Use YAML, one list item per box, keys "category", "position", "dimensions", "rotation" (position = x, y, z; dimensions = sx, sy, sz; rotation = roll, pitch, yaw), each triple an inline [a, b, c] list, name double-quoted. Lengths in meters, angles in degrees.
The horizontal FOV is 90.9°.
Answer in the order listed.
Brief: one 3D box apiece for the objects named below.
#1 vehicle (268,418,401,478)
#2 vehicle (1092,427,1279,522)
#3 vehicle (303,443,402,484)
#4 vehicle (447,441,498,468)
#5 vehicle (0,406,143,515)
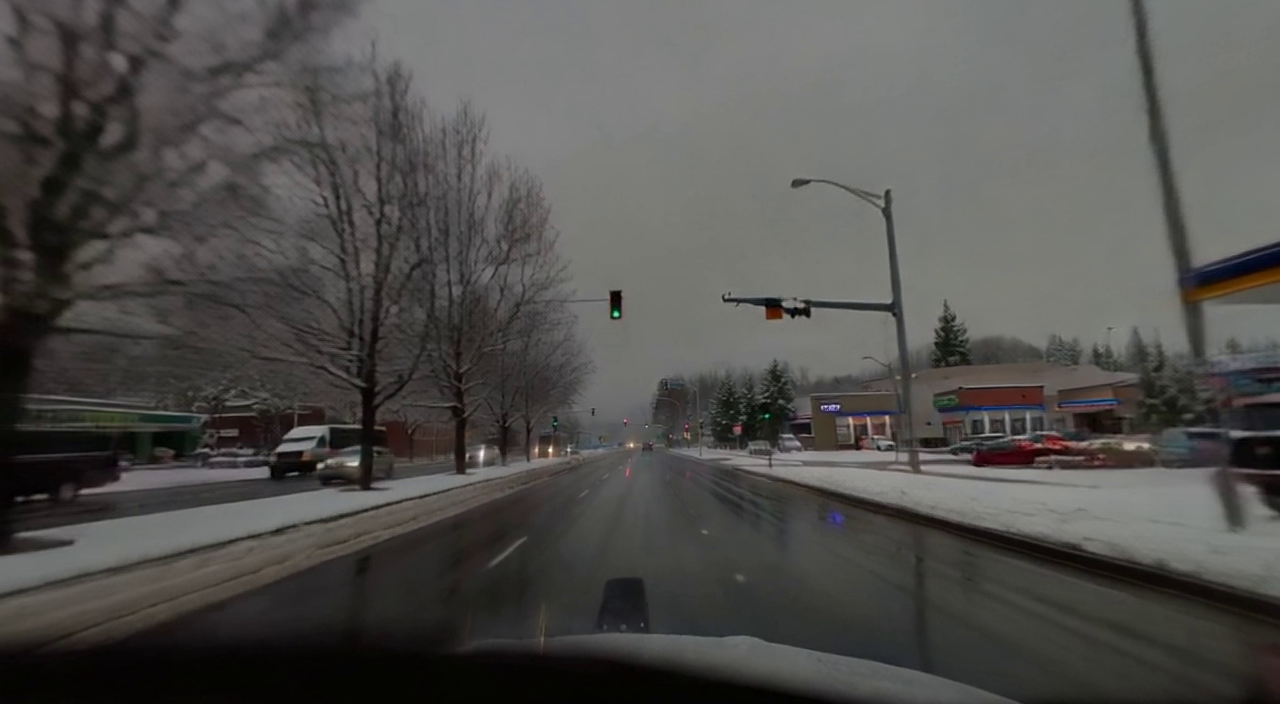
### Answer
- category: "vehicle"
  position: [-18.849, 6.093, 40.024]
  dimensions: [2.958, 3.304, 10.523]
  rotation: [0, -9, 1]
- category: "vehicle"
  position: [11.345, 2.190, 11.748]
  dimensions: [4.274, 1.487, 1.918]
  rotation: [-2, -8, 1]
- category: "vehicle"
  position: [-11.416, 4.453, 25.433]
  dimensions: [1.860, 1.495, 4.409]
  rotation: [0, -9, 1]
- category: "vehicle"
  position: [-11.033, 6.767, 41.874]
  dimensions: [2.078, 1.656, 4.624]
  rotation: [0, -9, 1]
- category: "vehicle"
  position: [-18.993, 3.157, 18.401]
  dimensions: [2.837, 2.953, 7.214]
  rotation: [0, -9, 2]
